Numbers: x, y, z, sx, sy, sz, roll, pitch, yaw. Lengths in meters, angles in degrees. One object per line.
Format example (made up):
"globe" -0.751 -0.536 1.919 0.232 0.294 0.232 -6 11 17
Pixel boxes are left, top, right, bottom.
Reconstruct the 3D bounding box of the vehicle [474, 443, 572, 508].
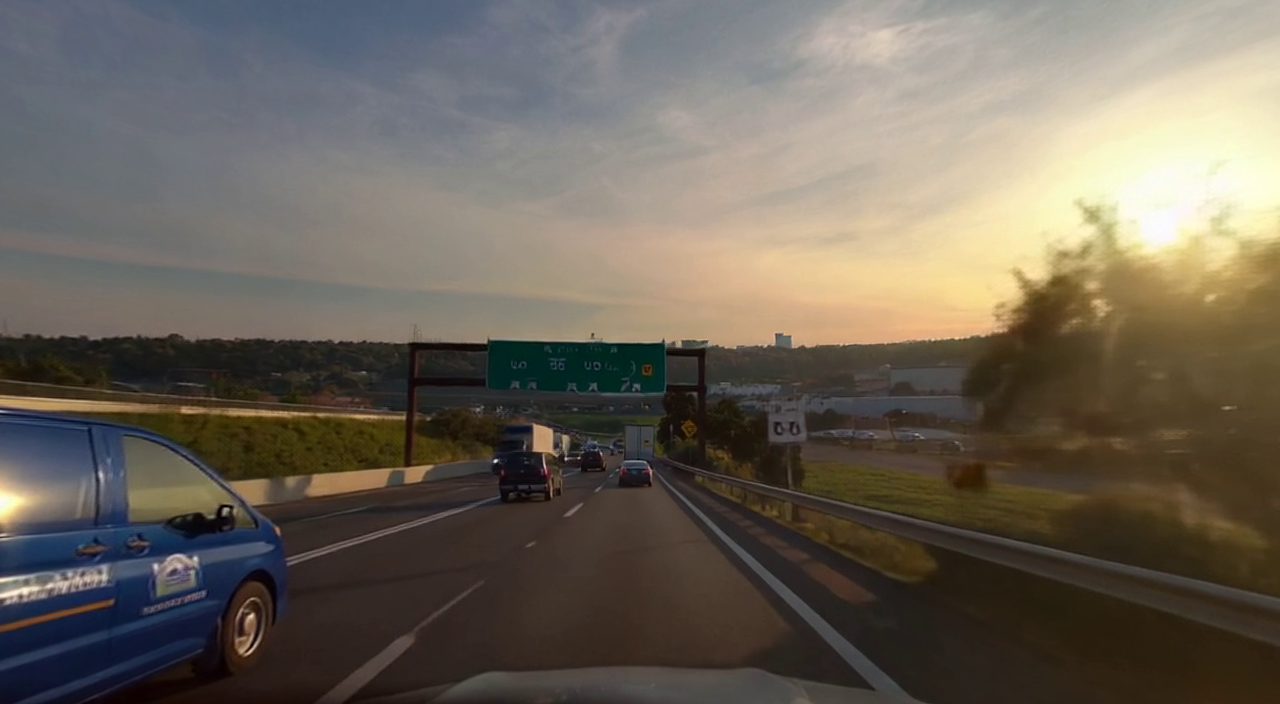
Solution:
"vehicle" -3.185 3.457 18.067 1.937 1.600 4.141 -1 -9 1

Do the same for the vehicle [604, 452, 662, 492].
"vehicle" -0.253 4.641 24.796 2.095 1.393 3.908 0 -9 0

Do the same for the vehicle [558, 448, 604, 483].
"vehicle" -3.022 5.925 33.167 1.994 1.663 4.047 -1 -9 1

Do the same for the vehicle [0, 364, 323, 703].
"vehicle" -3.234 0.870 1.945 2.117 1.688 4.582 0 -9 0
